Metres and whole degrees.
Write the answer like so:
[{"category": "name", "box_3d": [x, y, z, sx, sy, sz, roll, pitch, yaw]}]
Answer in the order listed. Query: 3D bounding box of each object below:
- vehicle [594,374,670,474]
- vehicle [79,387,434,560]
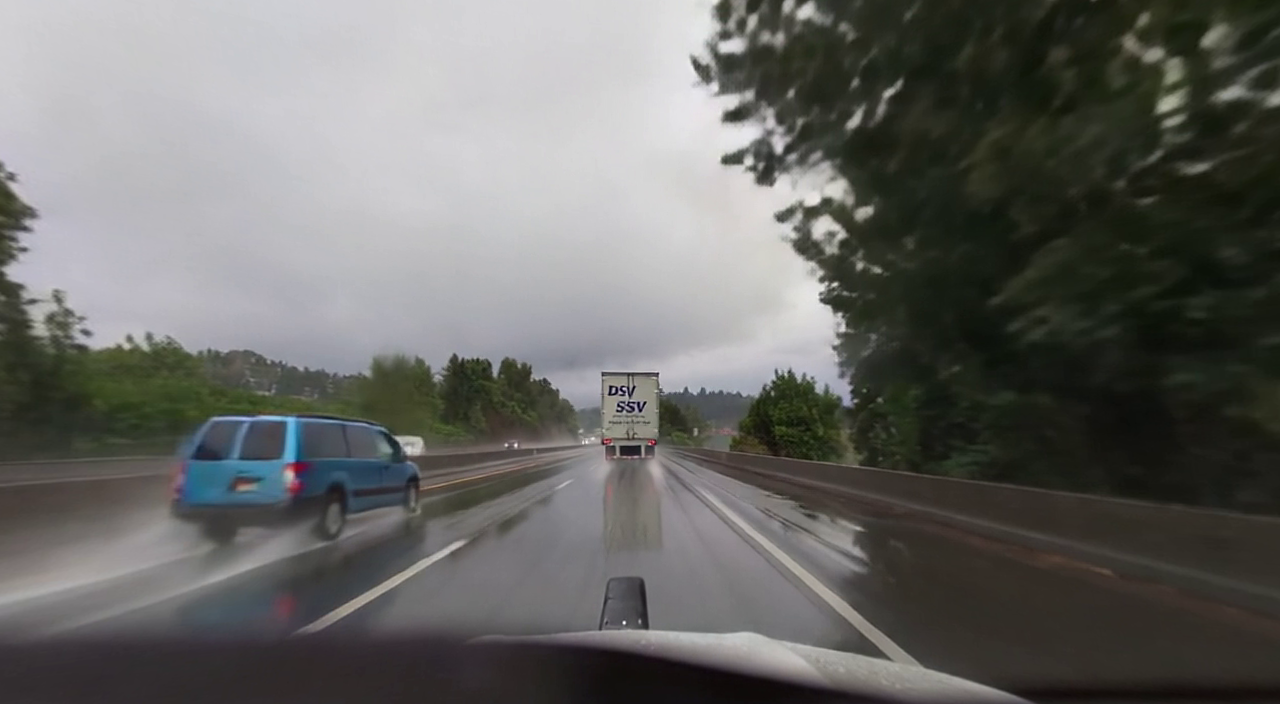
[{"category": "vehicle", "box_3d": [-0.440, 3.551, 30.090, 2.969, 3.957, 10.270, 0, -8, -1]}, {"category": "vehicle", "box_3d": [-4.725, 1.577, 8.848, 2.086, 1.778, 4.544, 0, -8, 0]}]
